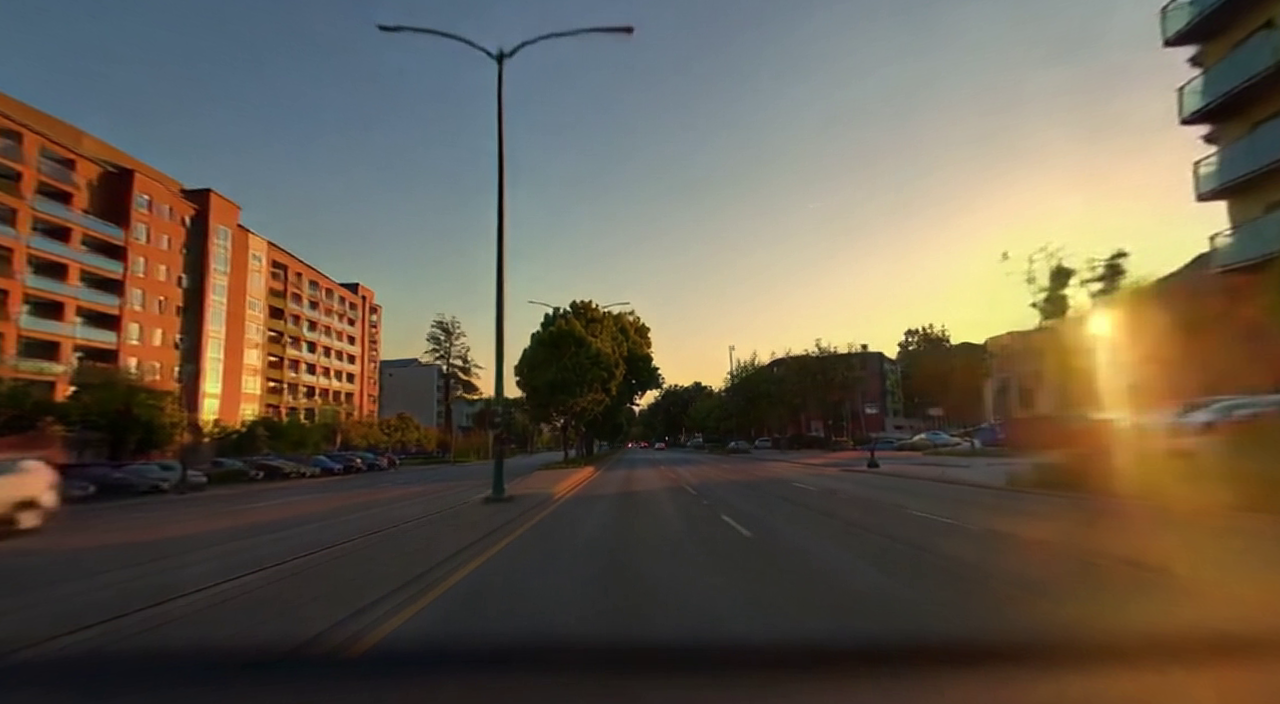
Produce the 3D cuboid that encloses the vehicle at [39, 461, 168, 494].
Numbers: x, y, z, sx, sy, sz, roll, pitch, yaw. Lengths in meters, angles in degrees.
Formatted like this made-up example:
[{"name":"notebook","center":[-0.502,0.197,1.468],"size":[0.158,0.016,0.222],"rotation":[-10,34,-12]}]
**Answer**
[{"name":"vehicle","center":[-26.033,6.085,30.883],"size":[4.329,1.423,1.954],"rotation":[4,-9,-24]}]
